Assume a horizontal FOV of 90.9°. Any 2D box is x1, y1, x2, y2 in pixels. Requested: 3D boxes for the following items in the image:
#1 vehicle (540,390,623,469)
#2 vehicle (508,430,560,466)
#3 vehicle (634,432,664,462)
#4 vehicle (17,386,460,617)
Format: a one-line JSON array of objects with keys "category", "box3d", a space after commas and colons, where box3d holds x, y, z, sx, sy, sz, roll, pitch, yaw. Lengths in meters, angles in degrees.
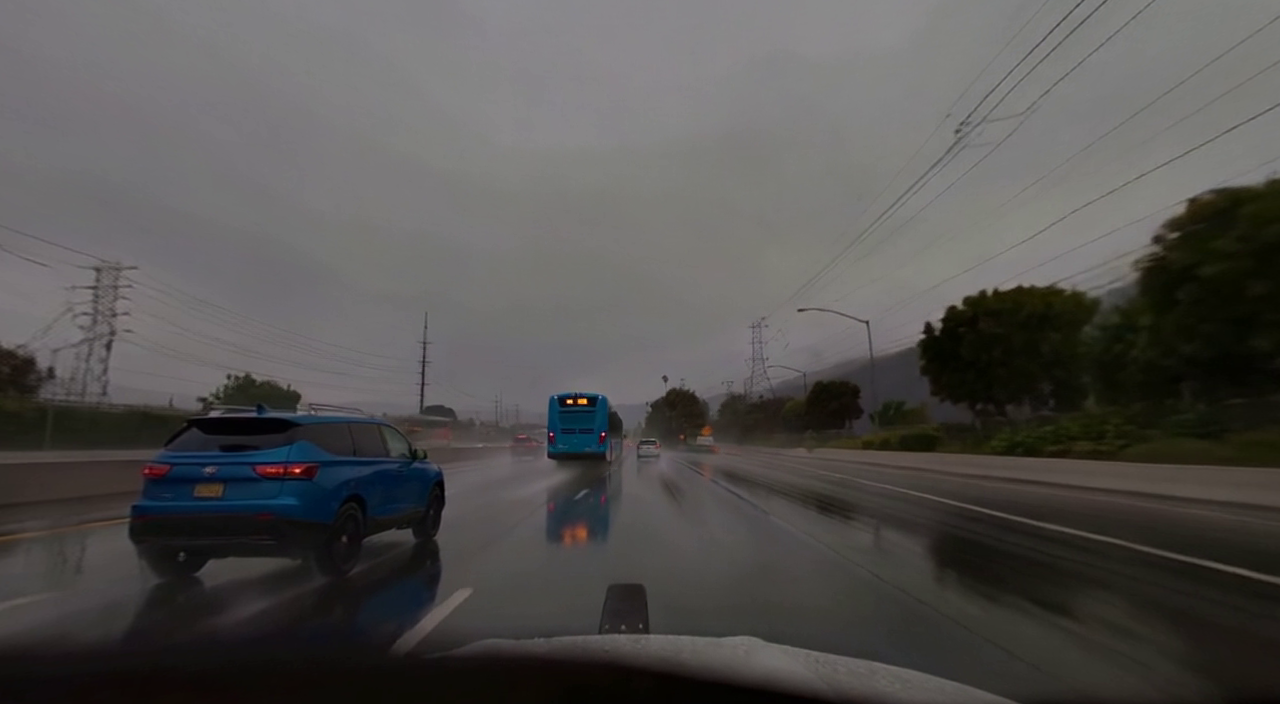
[{"category": "vehicle", "box3d": [-2.936, 4.575, 35.830, 3.382, 3.712, 11.766, 1, -9, 1]}, {"category": "vehicle", "box3d": [-6.790, 6.258, 41.111, 2.282, 2.116, 6.030, 0, -8, 1]}, {"category": "vehicle", "box3d": [0.636, 6.845, 45.399, 2.083, 2.001, 4.782, 0, -8, 1]}, {"category": "vehicle", "box3d": [-3.662, 1.444, 6.959, 2.021, 1.730, 4.223, 0, -8, 1]}]
